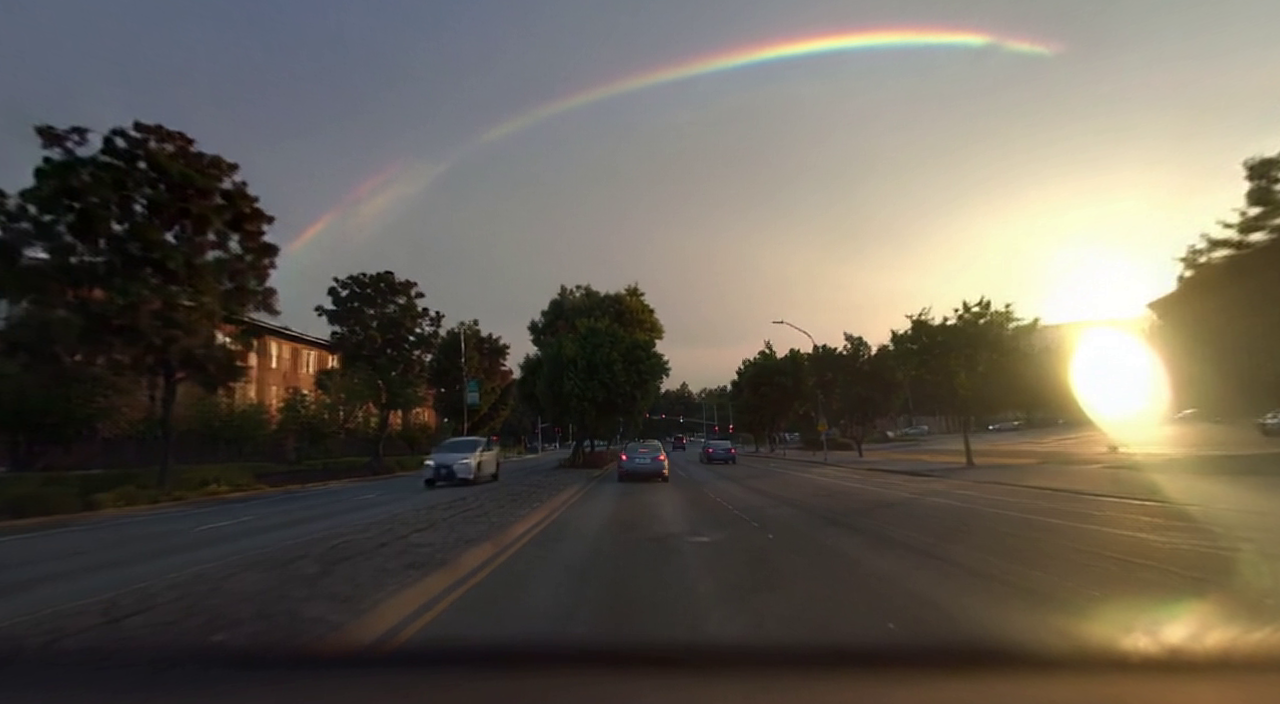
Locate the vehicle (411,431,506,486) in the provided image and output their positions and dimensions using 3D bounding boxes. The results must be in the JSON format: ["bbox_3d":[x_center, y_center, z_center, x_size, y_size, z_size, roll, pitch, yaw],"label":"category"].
[{"bbox_3d":[-6.575,3.926,23.488,2.174,1.802,4.591,0,-9,0],"label":"vehicle"}]

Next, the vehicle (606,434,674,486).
[{"bbox_3d":[0.021,3.759,22.301,2.181,1.639,4.127,0,-9,0],"label":"vehicle"}]

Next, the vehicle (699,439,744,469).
[{"bbox_3d":[4.731,5.976,37.198,1.987,1.613,4.081,0,-9,-1],"label":"vehicle"}]
